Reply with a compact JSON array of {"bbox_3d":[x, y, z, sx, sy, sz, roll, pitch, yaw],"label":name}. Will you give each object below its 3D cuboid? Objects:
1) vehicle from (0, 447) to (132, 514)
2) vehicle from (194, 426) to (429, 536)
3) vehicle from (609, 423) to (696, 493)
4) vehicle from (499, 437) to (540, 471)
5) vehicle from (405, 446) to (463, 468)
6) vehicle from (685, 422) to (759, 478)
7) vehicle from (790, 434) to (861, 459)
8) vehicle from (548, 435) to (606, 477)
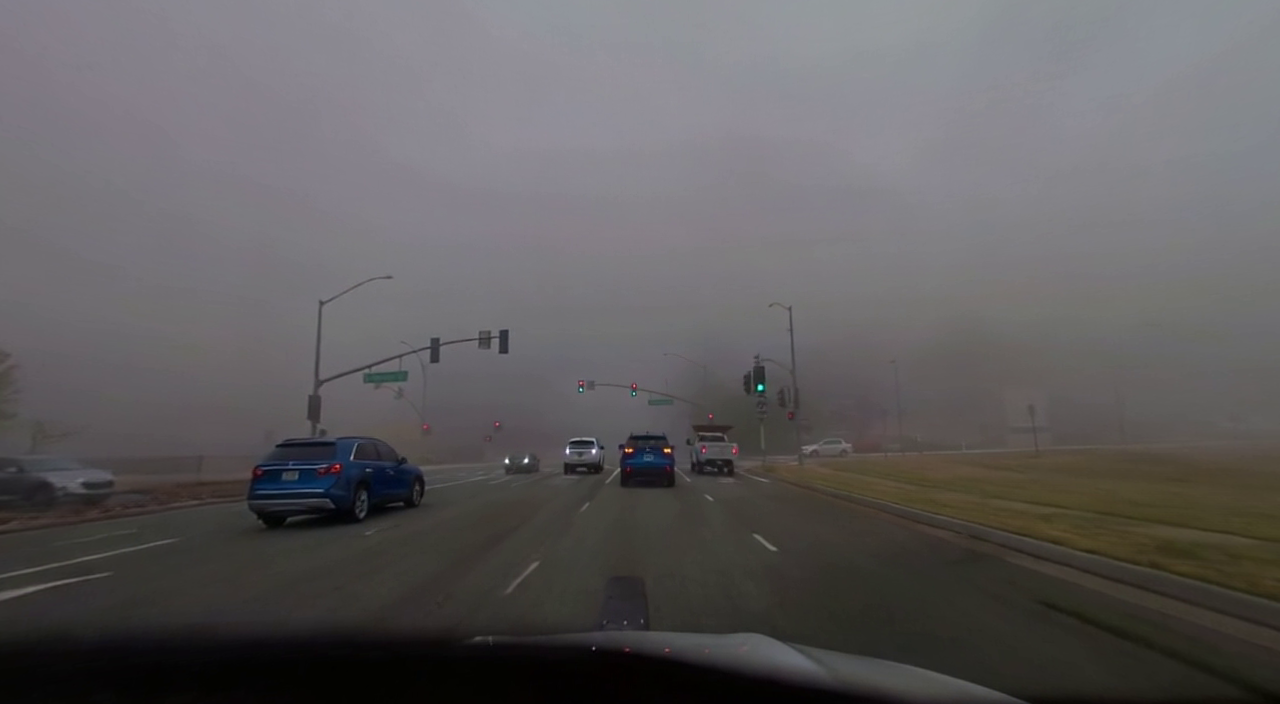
[{"bbox_3d":[-18.685,3.853,19.144,4.571,1.857,2.172,0,-9,1],"label":"vehicle"},{"bbox_3d":[-5.853,2.345,12.055,2.052,1.664,4.476,0,-9,0],"label":"vehicle"},{"bbox_3d":[0.320,3.054,18.320,2.235,1.778,4.178,0,-9,0],"label":"vehicle"},{"bbox_3d":[-6.812,5.693,35.274,2.108,1.689,4.316,1,-9,-13],"label":"vehicle"},{"bbox_3d":[-15.167,7.672,46.249,4.460,1.517,1.860,-6,-12,39],"label":"vehicle"},{"bbox_3d":[3.281,4.137,26.636,2.338,2.063,5.672,0,-9,0],"label":"vehicle"},{"bbox_3d":[14.634,7.467,49.952,4.983,1.560,1.841,-4,-8,0],"label":"vehicle"},{"bbox_3d":[-2.638,4.491,27.489,2.058,1.659,4.514,0,-9,0],"label":"vehicle"}]
